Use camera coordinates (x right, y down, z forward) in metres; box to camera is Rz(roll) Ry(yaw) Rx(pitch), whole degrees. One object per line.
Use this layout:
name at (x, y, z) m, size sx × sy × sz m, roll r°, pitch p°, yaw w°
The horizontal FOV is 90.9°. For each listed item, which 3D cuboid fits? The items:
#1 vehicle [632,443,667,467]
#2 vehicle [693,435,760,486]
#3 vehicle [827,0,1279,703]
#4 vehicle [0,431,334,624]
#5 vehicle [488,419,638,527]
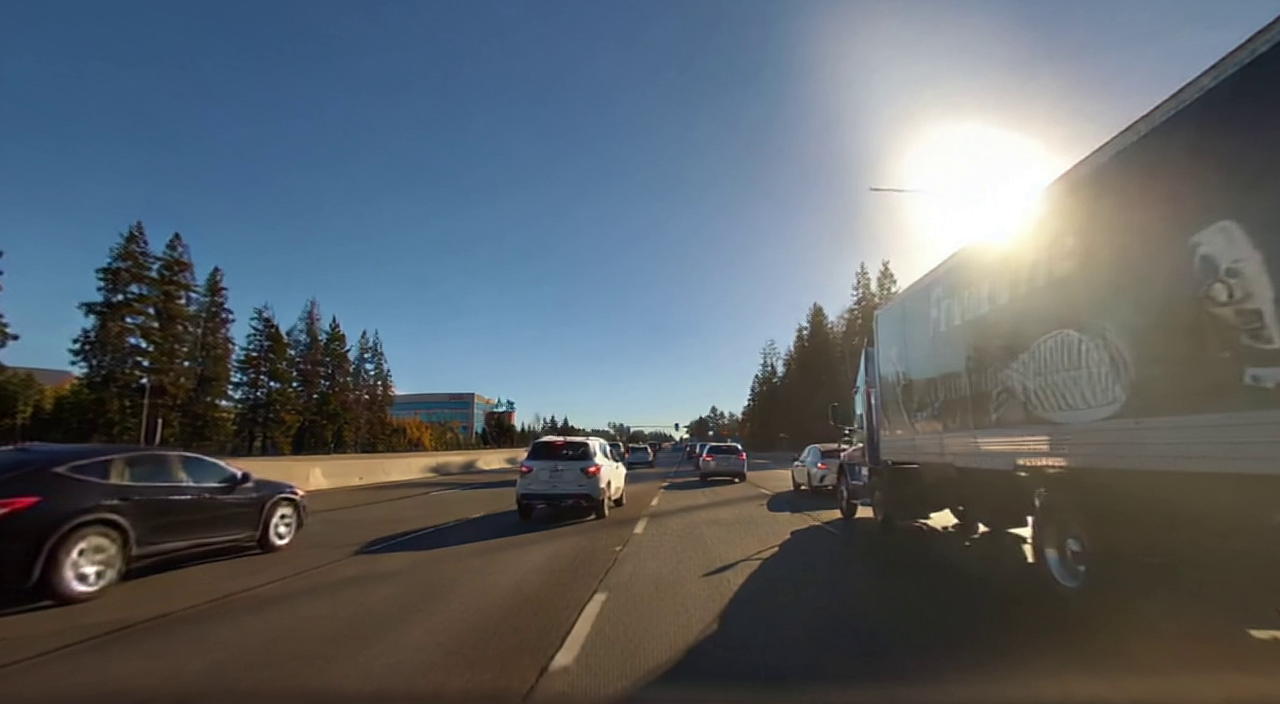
vehicle at (0.674, 6.740, 41.397) m, size 2.036 × 1.441 × 4.253 m, roll -1°, pitch -8°, yaw 5°
vehicle at (3.087, 3.964, 23.454) m, size 2.156 × 1.701 × 4.494 m, roll -1°, pitch -8°, yaw 4°
vehicle at (4.307, 0.603, 5.598) m, size 2.987 × 3.212 × 9.311 m, roll -1°, pitch -8°, yaw 4°
vehicle at (-5.667, 1.616, 6.728) m, size 1.965 × 1.443 × 4.968 m, roll -1°, pitch -8°, yaw 5°
vehicle at (-1.328, 2.399, 13.109) m, size 2.153 × 1.805 × 4.631 m, roll -1°, pitch -8°, yaw 5°
